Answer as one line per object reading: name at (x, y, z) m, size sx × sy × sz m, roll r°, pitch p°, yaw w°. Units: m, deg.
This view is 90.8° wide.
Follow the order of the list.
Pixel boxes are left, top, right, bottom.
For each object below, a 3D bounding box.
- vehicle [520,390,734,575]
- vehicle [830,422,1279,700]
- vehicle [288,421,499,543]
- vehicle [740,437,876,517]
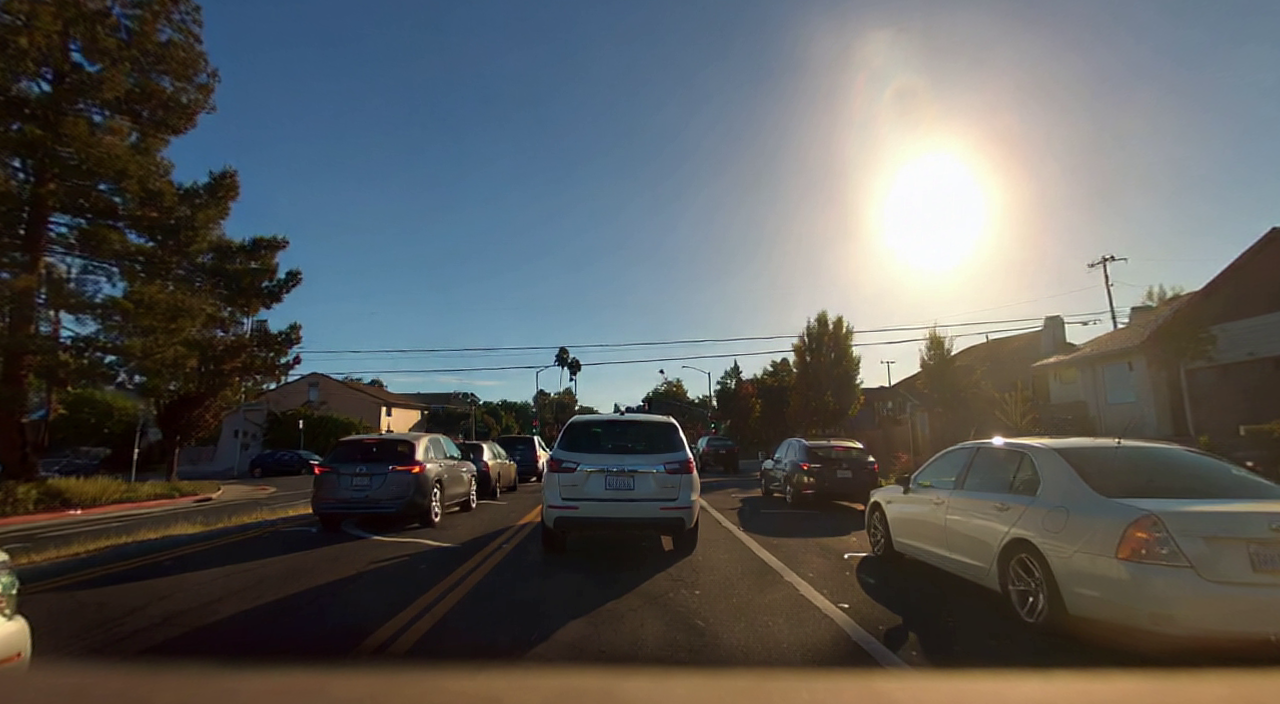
vehicle at (-0.213, 1.629, 8.616) m, size 2.164 × 1.867 × 4.254 m, roll 0°, pitch -8°, yaw -2°
vehicle at (3.471, 1.465, 5.772) m, size 1.977 × 1.480 × 4.589 m, roll 0°, pitch -8°, yaw -1°
vehicle at (-3.724, 2.026, 10.514) m, size 1.864 × 1.576 × 4.324 m, roll 0°, pitch -8°, yaw -2°
vehicle at (3.480, 2.643, 13.888) m, size 1.880 × 1.476 × 3.932 m, roll 0°, pitch -8°, yaw 0°
